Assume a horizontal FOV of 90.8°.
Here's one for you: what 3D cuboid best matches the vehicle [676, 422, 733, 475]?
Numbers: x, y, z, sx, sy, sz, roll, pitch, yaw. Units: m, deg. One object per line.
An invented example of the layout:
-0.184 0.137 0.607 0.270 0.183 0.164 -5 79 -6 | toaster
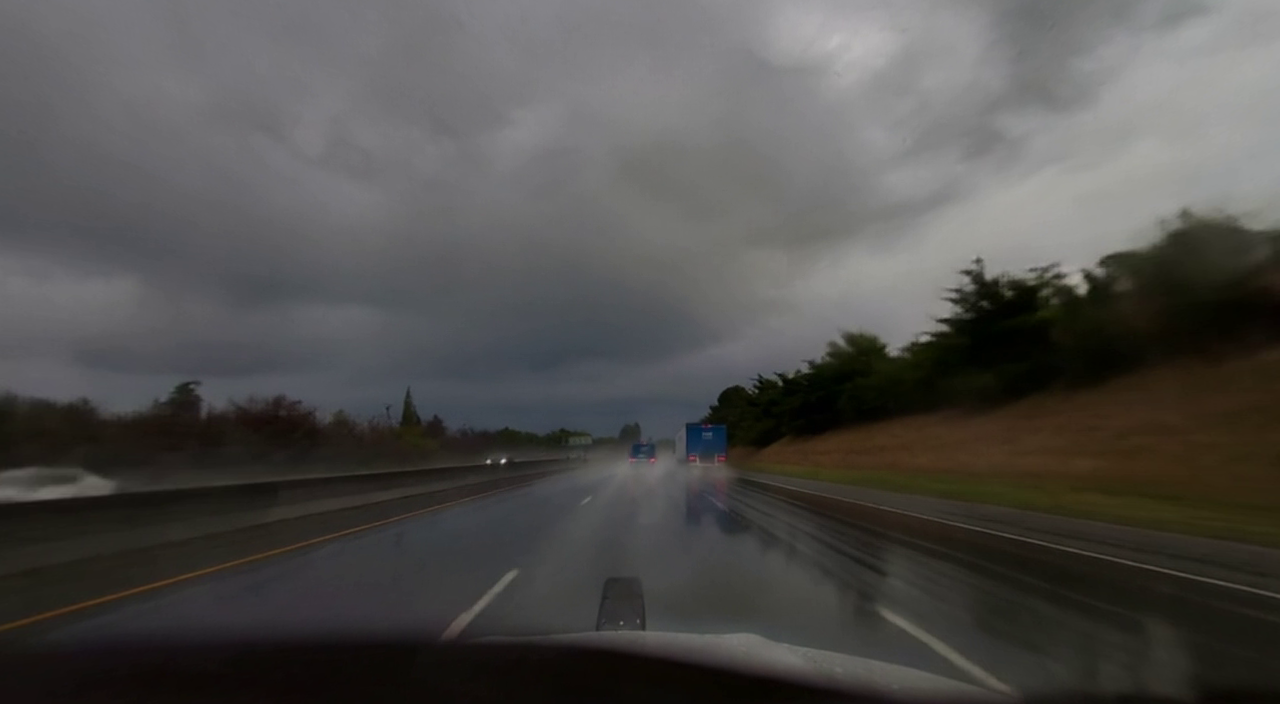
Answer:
4.450 6.961 45.482 2.960 3.381 8.914 0 -9 -1 | vehicle
